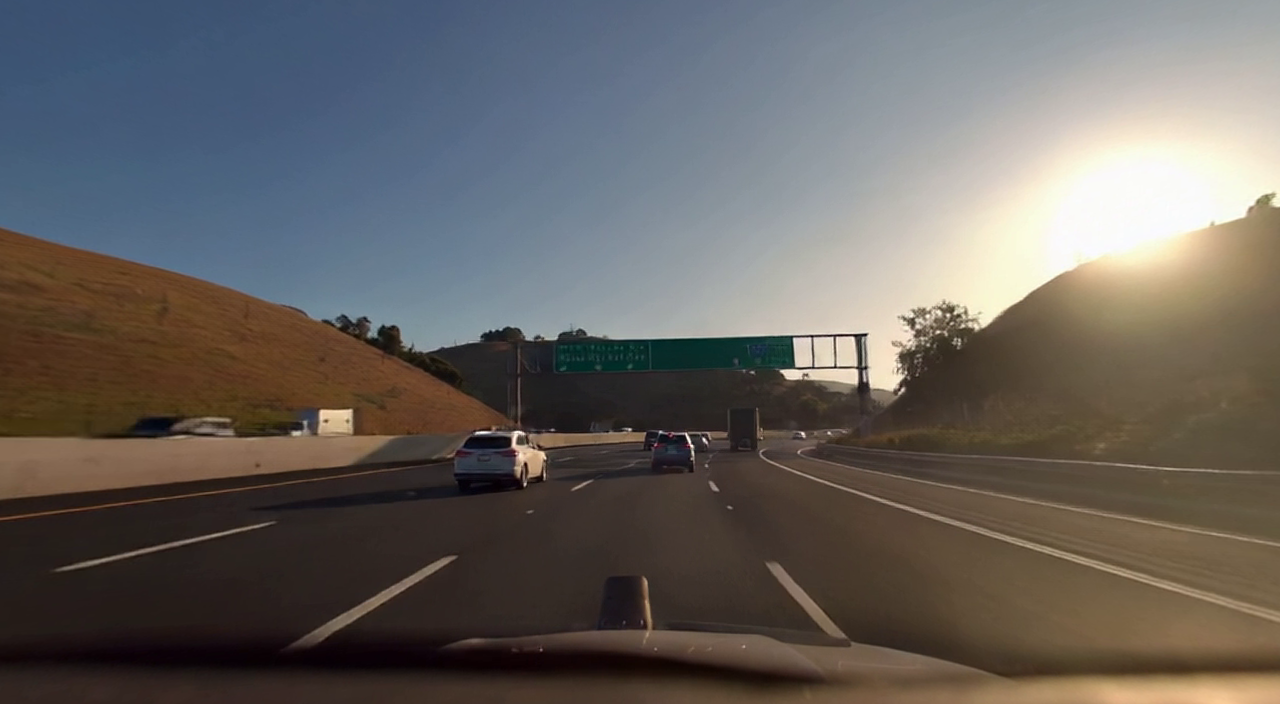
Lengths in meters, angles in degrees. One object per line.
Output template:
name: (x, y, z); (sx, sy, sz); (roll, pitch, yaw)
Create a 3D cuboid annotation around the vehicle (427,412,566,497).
vehicle: (-3.228, 2.433, 15.231); (2.077, 1.712, 4.406); (-1, -8, 4)

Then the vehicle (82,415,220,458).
vehicle: (-20.179, 3.545, 26.338); (1.900, 1.613, 4.537); (-1, -8, 4)

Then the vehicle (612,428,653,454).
vehicle: (-0.464, 6.300, 44.501); (2.194, 1.702, 4.305); (-2, -8, 8)

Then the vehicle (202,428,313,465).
vehicle: (-16.003, 3.980, 26.666); (1.838, 1.420, 4.243); (-1, -8, 3)

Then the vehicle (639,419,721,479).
vehicle: (1.378, 3.301, 21.577); (2.484, 1.820, 4.497); (-1, -8, 4)
